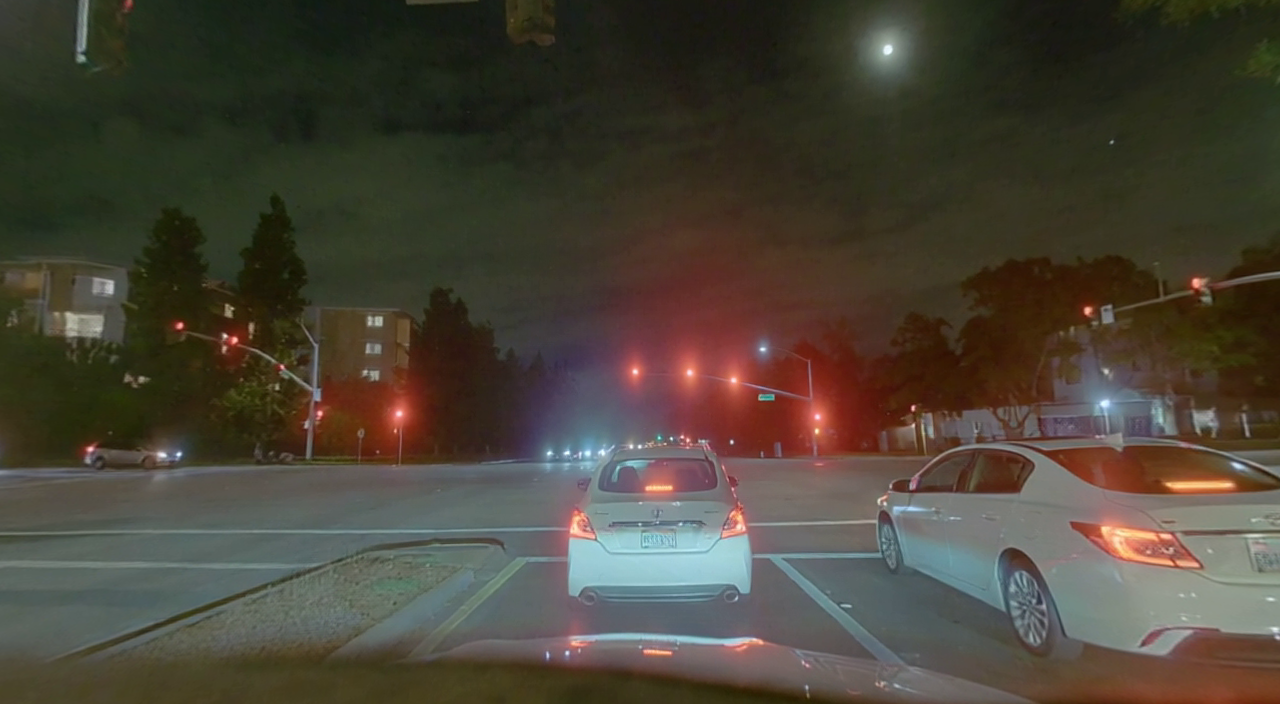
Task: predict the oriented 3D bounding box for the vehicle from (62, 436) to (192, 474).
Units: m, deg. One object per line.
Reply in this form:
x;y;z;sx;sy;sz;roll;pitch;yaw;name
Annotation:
-24.299;4.877;29.989;4.450;1.684;1.894;0;-8;0;vehicle

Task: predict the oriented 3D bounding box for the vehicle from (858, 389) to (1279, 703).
3.174;1.126;3.897;1.931;1.493;4.555;0;-8;-1;vehicle

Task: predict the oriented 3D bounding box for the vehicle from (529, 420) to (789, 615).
0.106;1.563;6.872;2.017;1.485;3.813;0;-8;-1;vehicle
